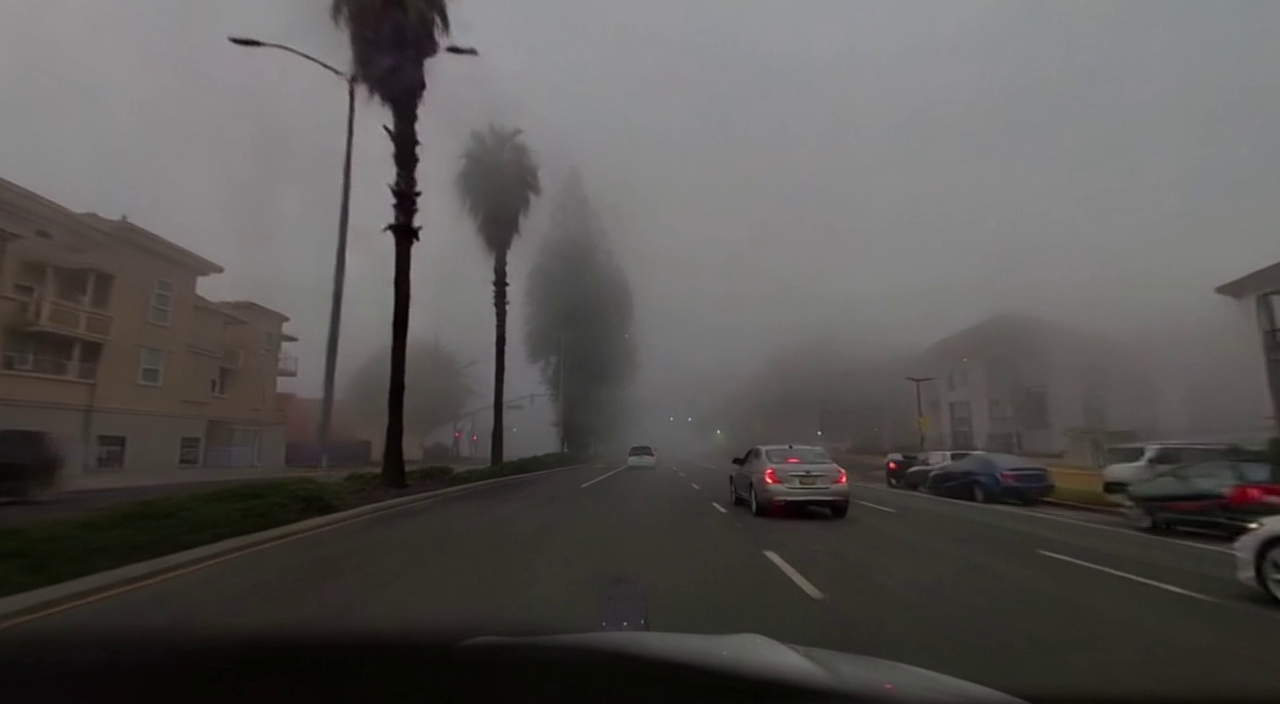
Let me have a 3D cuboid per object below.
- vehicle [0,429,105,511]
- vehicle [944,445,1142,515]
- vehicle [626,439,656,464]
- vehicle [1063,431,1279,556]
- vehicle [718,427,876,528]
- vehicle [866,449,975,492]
[{"bbox_3d":[-15.523,2.693,14.458,2.180,1.830,4.924,0,-8,-1],"label":"vehicle"},{"bbox_3d":[10.263,3.237,16.669,1.994,1.542,4.974,0,-8,0],"label":"vehicle"},{"bbox_3d":[0.140,7.232,46.045,2.087,1.709,4.076,0,-8,1],"label":"vehicle"},{"bbox_3d":[10.083,2.339,11.133,1.982,1.766,4.555,0,-8,-1],"label":"vehicle"},{"bbox_3d":[2.868,2.389,12.594,2.009,1.639,4.267,0,-8,-1],"label":"vehicle"},{"bbox_3d":[10.341,4.376,23.719,1.891,1.428,4.680,0,-8,-1],"label":"vehicle"}]
